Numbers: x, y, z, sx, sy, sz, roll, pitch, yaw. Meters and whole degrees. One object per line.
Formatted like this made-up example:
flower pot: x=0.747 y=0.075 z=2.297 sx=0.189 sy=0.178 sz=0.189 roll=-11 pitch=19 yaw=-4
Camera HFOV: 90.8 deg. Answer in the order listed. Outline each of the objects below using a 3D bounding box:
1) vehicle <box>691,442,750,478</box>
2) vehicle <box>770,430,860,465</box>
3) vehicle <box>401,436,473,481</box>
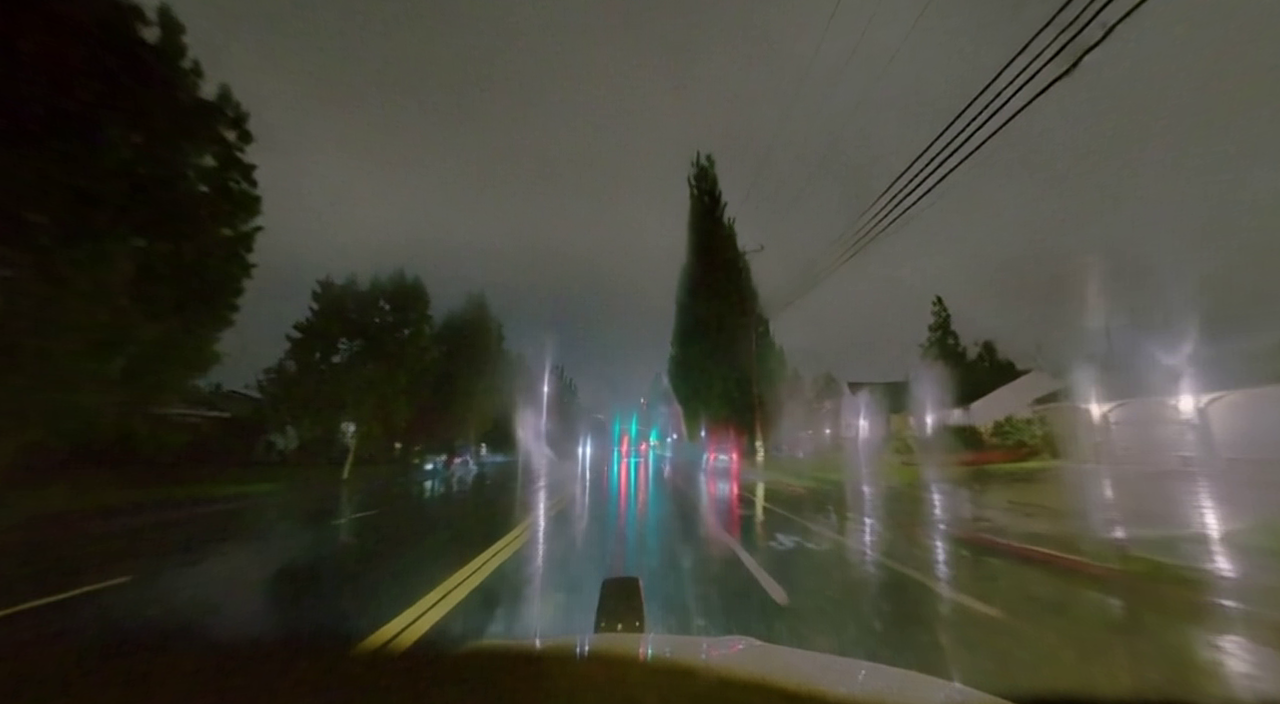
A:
vehicle: x=3.774 y=5.104 z=30.271 sx=2.167 sy=1.535 sz=4.464 roll=1 pitch=-8 yaw=-1
vehicle: x=10.626 y=5.782 z=38.513 sx=4.709 sy=1.743 sz=1.965 roll=-3 pitch=-8 yaw=-8
vehicle: x=-11.107 y=5.827 z=35.043 sx=2.111 sy=2.050 sz=5.328 roll=-7 pitch=-8 yaw=-1
